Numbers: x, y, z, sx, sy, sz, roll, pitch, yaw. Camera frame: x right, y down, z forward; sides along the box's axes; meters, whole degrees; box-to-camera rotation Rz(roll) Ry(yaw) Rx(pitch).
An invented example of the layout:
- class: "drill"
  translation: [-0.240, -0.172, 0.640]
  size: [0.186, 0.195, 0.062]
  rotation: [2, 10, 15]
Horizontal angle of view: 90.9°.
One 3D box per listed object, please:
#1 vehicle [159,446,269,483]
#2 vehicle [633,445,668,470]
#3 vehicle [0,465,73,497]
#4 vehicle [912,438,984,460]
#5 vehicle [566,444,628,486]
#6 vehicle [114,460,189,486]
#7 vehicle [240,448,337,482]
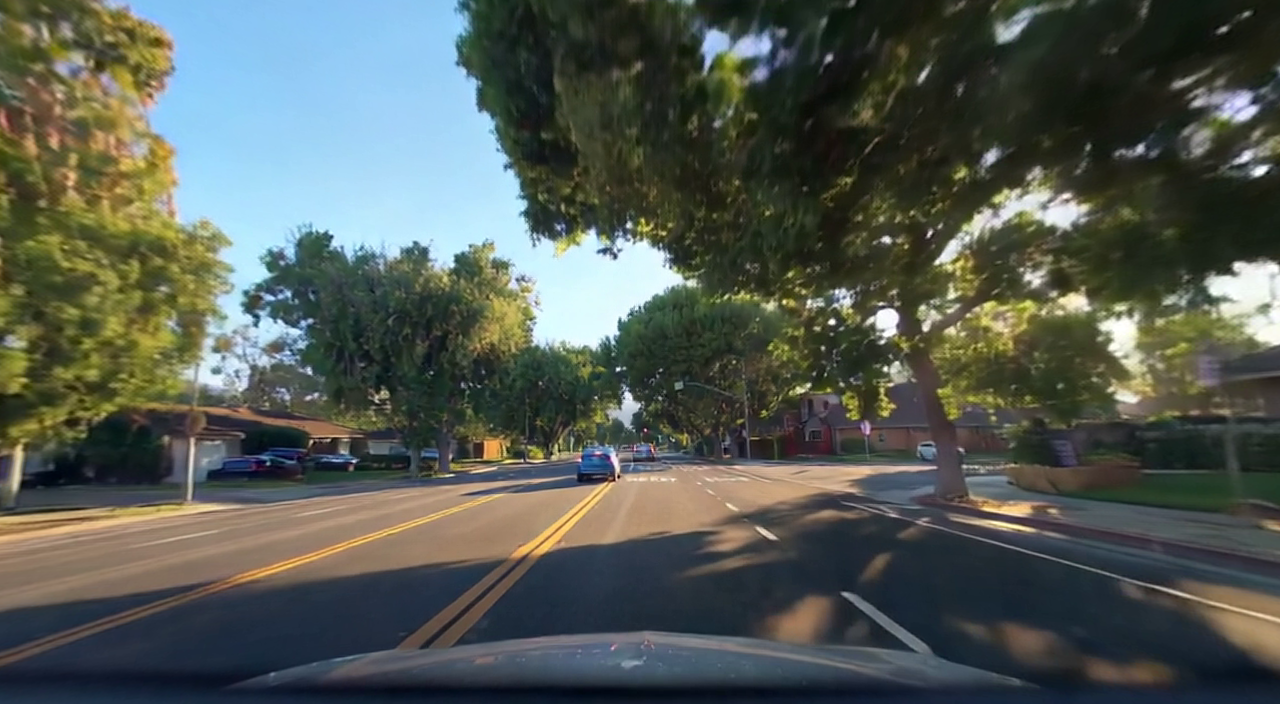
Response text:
- class: "vehicle"
  translation: [-27.827, 7.348, 41.534]
  size: [2.161, 2.233, 5.937]
  rotation: [-3, -9, 14]
- class: "vehicle"
  translation: [0.682, 6.989, 41.919]
  size: [2.226, 1.505, 4.128]
  rotation: [0, -9, 0]
- class: "vehicle"
  translation: [-30.655, 6.214, 30.285]
  size: [1.874, 1.393, 4.724]
  rotation: [-2, -9, 14]
- class: "vehicle"
  translation: [23.065, 7.299, 47.289]
  size: [4.318, 1.601, 1.975]
  rotation: [0, -9, -4]
- class: "vehicle"
  translation: [-1.626, 4.376, 24.787]
  size: [2.158, 1.469, 4.909]
  rotation: [0, -9, -3]
- class: "vehicle"
  translation: [-33.129, 8.176, 42.867]
  size: [1.774, 1.484, 3.684]
  rotation: [-5, -9, 13]
- class: "vehicle"
  translation: [-22.359, 7.203, 40.439]
  size: [2.173, 1.849, 5.752]
  rotation: [-5, -9, 12]
